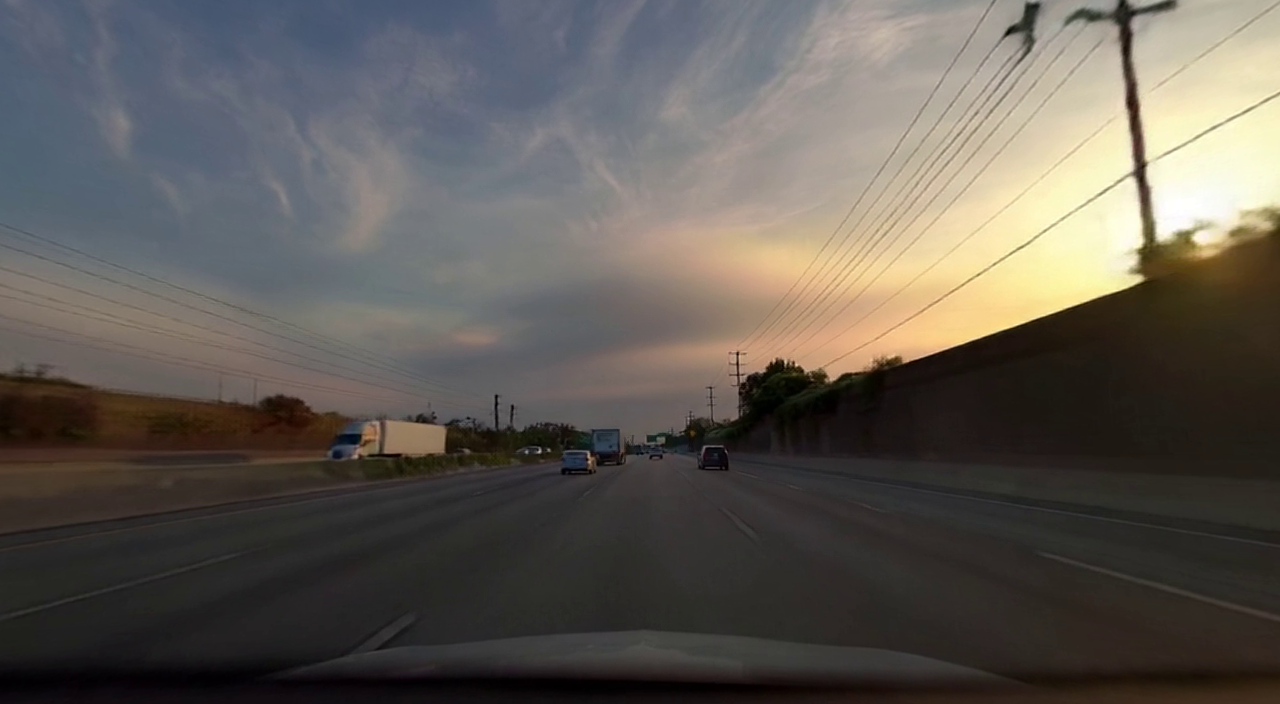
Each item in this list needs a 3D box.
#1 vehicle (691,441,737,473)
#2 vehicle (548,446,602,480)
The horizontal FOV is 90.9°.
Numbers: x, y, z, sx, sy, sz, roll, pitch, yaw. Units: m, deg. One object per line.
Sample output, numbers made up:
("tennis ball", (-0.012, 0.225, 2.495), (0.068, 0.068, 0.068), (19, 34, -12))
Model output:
("vehicle", (4.415, 6.397, 38.531), (2.214, 1.799, 4.627), (0, -9, -1))
("vehicle", (-2.998, 5.228, 29.939), (2.004, 1.498, 4.043), (0, -9, 1))
